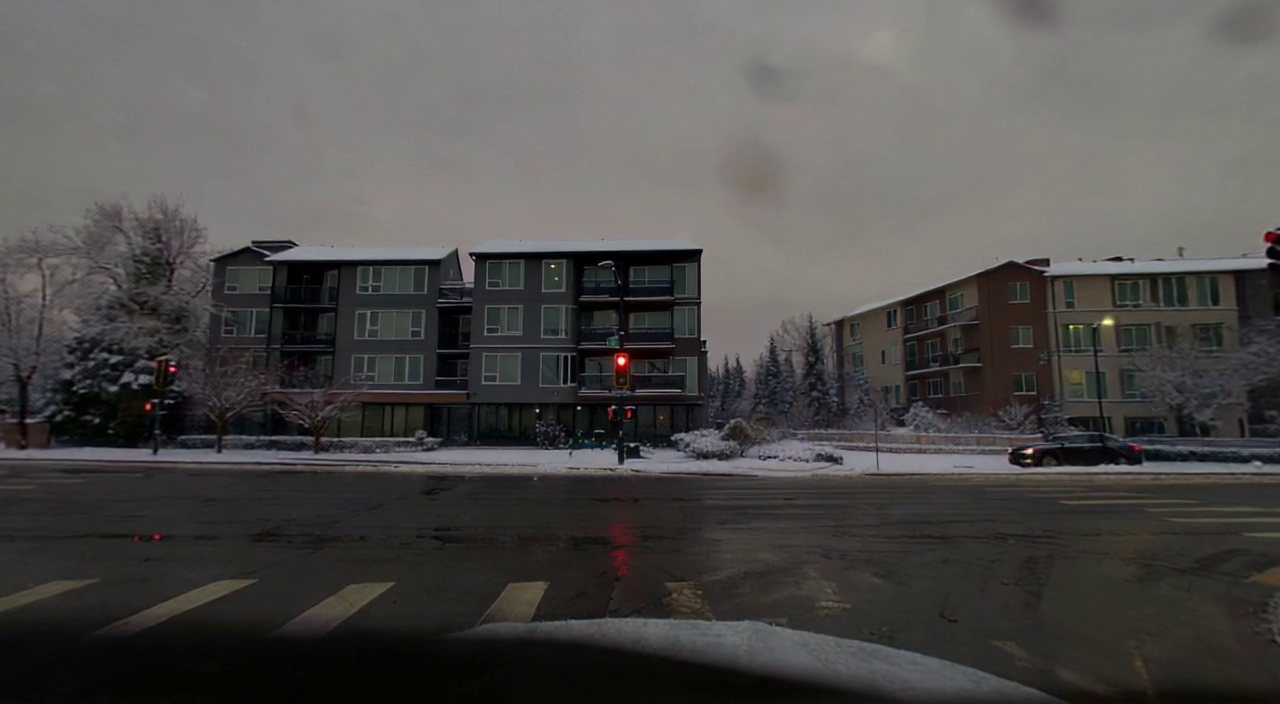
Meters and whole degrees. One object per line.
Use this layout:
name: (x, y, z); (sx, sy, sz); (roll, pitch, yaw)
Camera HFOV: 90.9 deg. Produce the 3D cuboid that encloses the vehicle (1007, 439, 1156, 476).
vehicle: (18.572, 4.460, 26.695); (4.823, 1.458, 1.914); (0, -9, -1)
